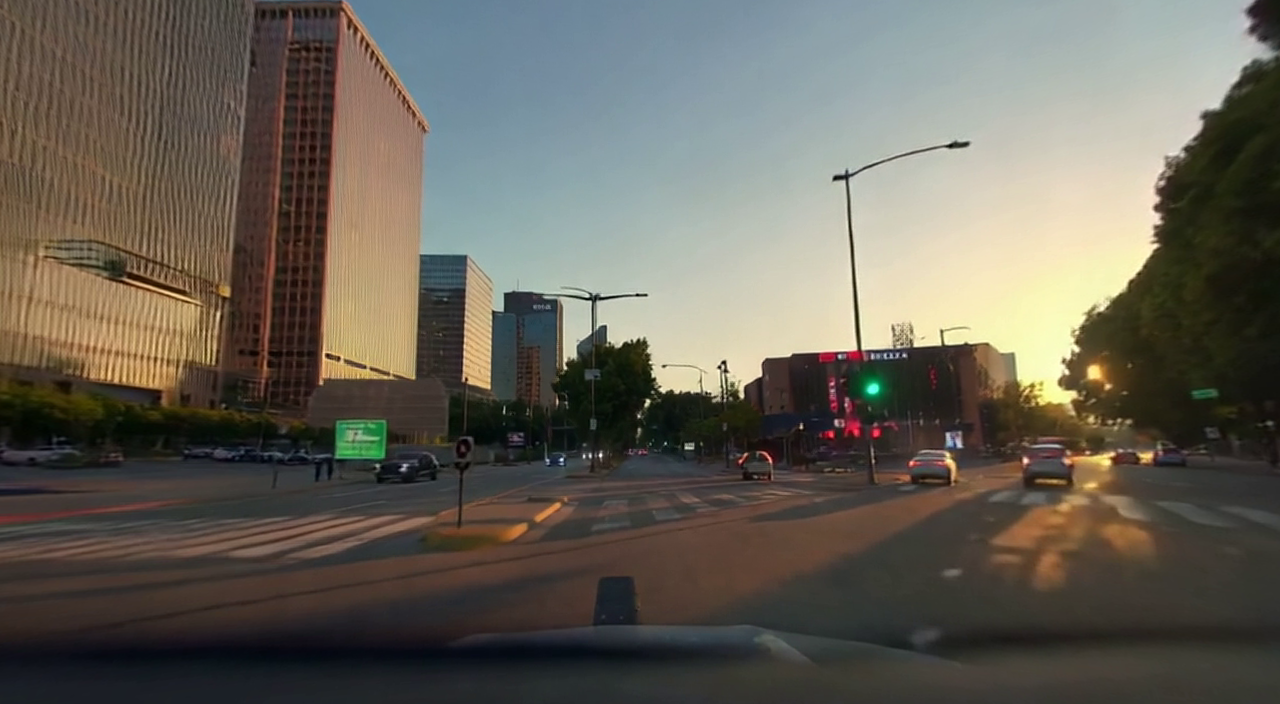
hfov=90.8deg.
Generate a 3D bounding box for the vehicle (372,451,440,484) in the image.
[{"bbox_3d":[-13.345,6.572,36.329,1.979,1.727,4.489,-1,-9,3],"label":"vehicle"}]

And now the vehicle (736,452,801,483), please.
[{"bbox_3d":[6.817,6.179,34.084,2.675,1.452,4.213,-1,-9,2],"label":"vehicle"}]

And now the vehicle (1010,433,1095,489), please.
[{"bbox_3d":[15.111,3.967,23.353,2.232,1.814,5.285,-5,-10,31],"label":"vehicle"}]

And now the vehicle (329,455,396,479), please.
[{"bbox_3d":[-18.369,7.627,42.067,2.448,1.407,4.308,1,-8,1],"label":"vehicle"}]

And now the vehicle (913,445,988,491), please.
[{"bbox_3d":[11.948,4.341,24.109,2.023,1.527,5.016,-6,-10,31],"label":"vehicle"}]
